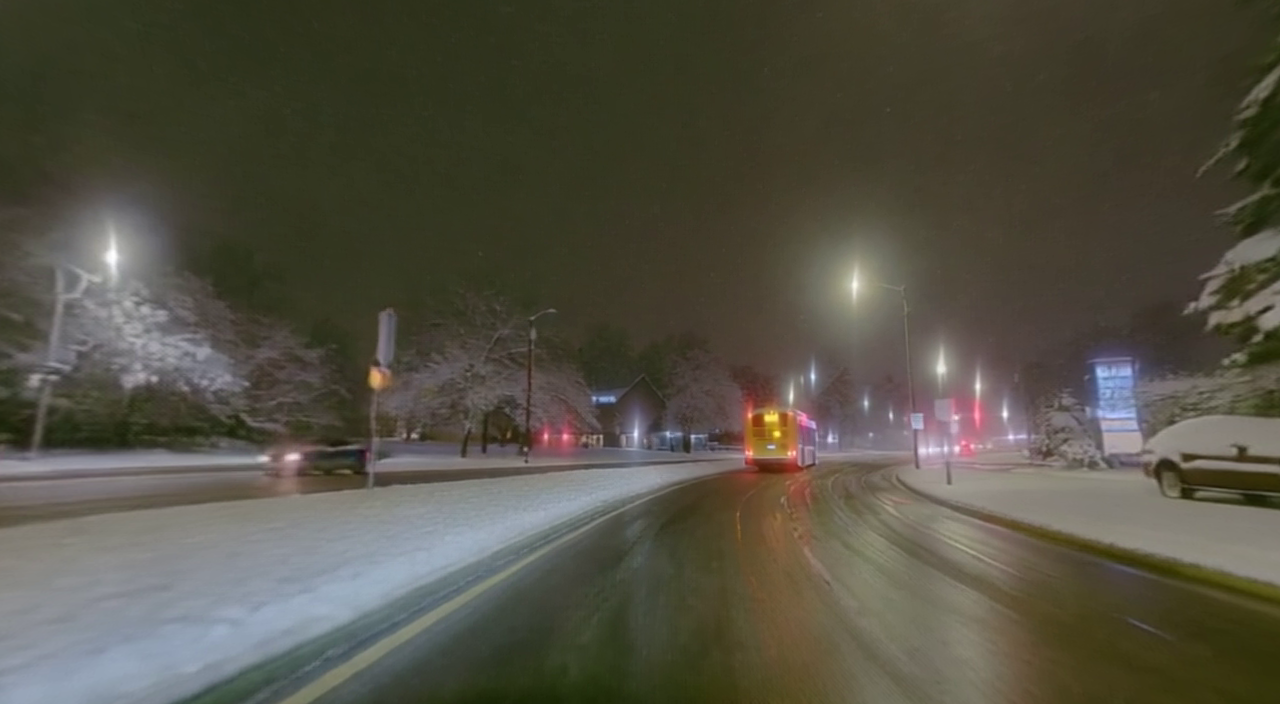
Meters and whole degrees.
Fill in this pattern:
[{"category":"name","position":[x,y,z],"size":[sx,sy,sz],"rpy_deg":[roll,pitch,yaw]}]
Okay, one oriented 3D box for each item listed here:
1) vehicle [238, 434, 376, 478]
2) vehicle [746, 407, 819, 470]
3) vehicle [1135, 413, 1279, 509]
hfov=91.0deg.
[{"category":"vehicle","position":[-12.582,3.977,24.143],"size":[1.887,1.494,4.443],"rpy_deg":[-4,-10,21]},{"category":"vehicle","position":[9.384,5.646,40.238],"size":[3.031,3.429,11.005],"rpy_deg":[-3,-10,20]},{"category":"vehicle","position":[14.753,2.331,13.581],"size":[5.856,1.945,2.183],"rpy_deg":[-2,-9,13]}]
